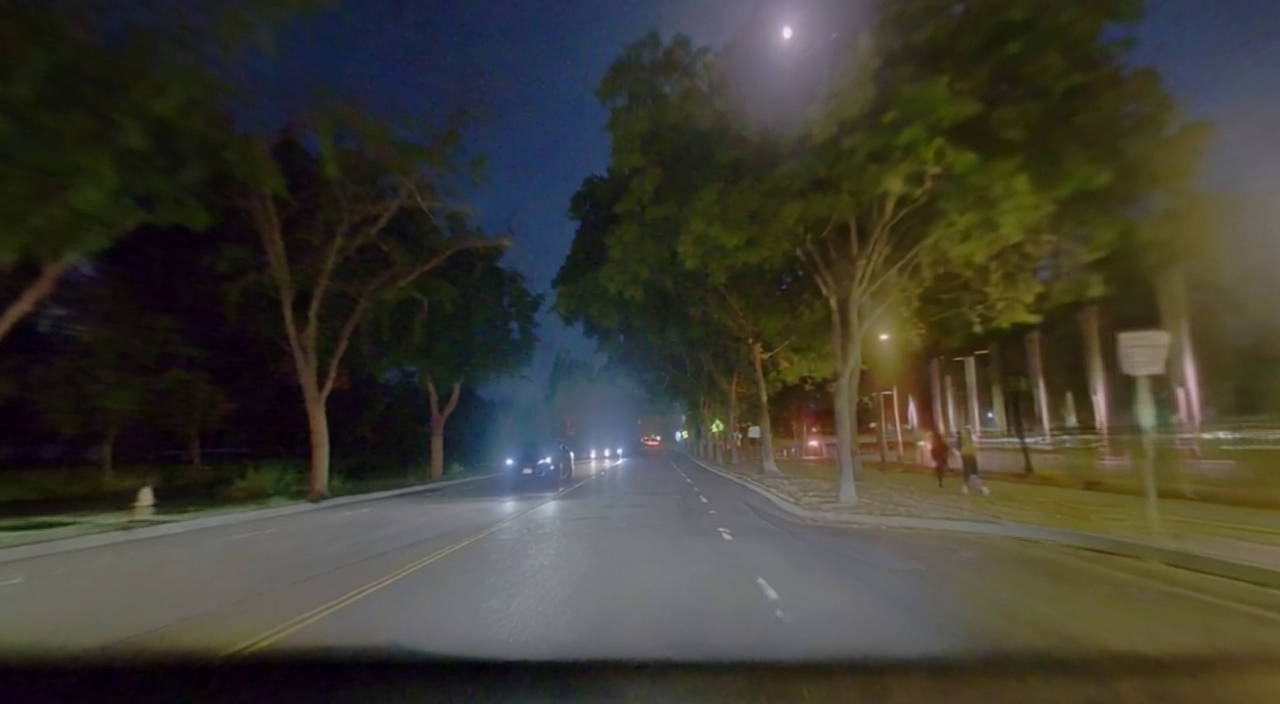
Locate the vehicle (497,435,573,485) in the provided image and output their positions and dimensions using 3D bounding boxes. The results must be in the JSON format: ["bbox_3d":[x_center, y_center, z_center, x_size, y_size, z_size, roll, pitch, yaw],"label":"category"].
[{"bbox_3d":[-3.647,3.811,22.689,1.898,1.606,3.927,-1,-8,3],"label":"vehicle"}]
